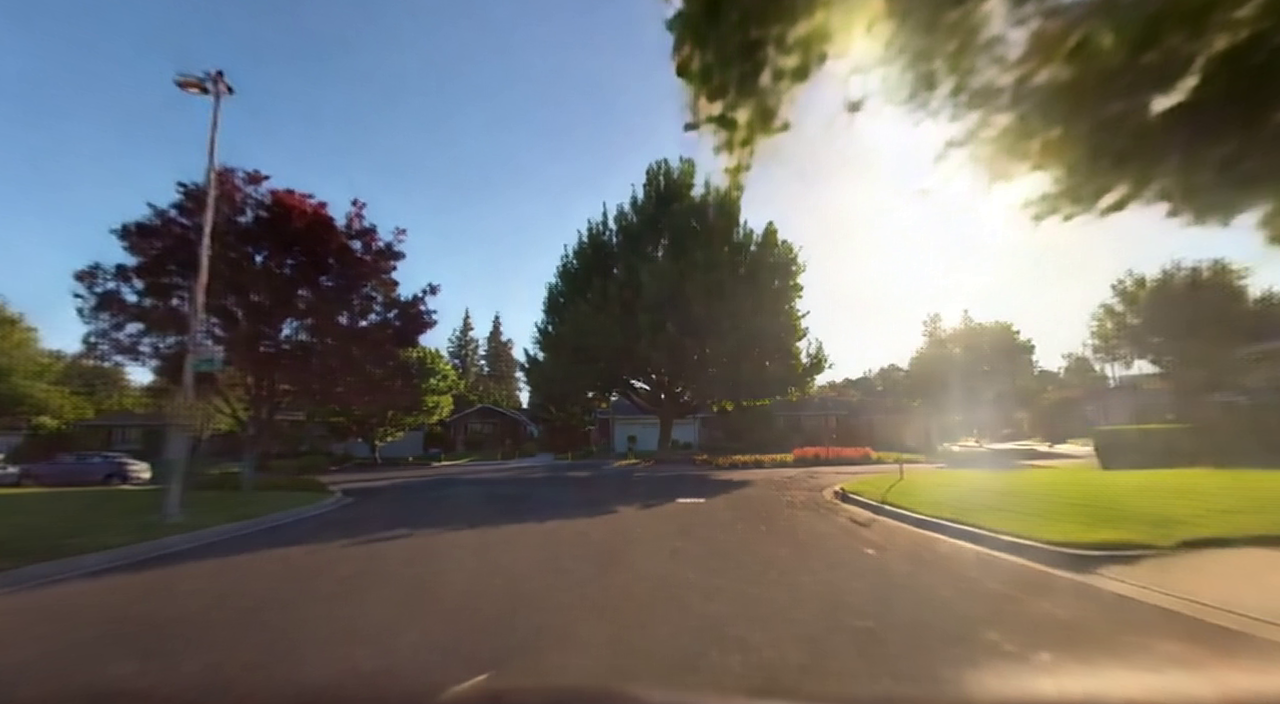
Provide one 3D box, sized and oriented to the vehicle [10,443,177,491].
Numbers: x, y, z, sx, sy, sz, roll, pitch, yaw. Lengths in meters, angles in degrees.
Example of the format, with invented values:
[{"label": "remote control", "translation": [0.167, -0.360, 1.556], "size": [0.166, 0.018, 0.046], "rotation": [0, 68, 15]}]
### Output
[{"label": "vehicle", "translation": [-21.566, 4.527, 25.104], "size": [4.594, 1.778, 2.055], "rotation": [1, -8, -2]}]
